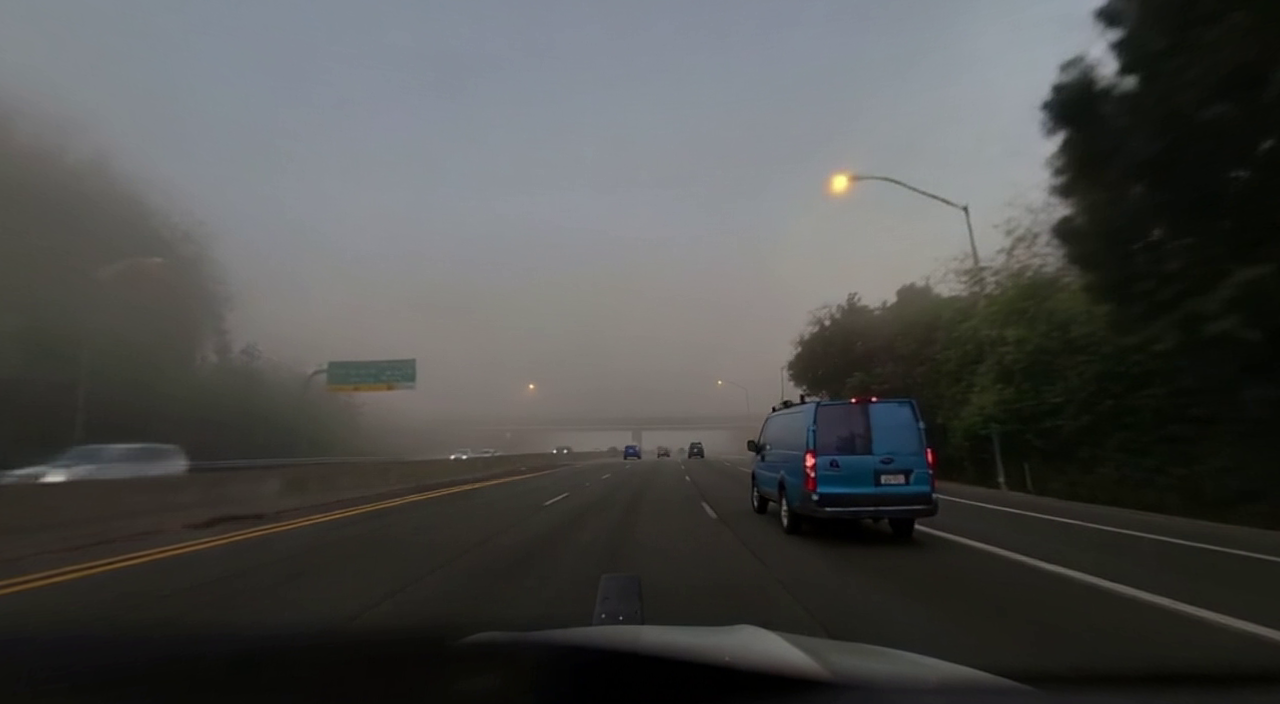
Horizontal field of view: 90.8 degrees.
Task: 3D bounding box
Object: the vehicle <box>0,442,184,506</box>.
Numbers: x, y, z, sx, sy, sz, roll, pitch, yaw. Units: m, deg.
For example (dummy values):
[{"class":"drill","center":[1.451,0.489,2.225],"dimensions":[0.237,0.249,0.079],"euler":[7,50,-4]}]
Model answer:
[{"class":"vehicle","center":[-16.584,3.538,18.916],"dimensions":[2.086,1.630,4.882],"euler":[0,-9,1]}]
